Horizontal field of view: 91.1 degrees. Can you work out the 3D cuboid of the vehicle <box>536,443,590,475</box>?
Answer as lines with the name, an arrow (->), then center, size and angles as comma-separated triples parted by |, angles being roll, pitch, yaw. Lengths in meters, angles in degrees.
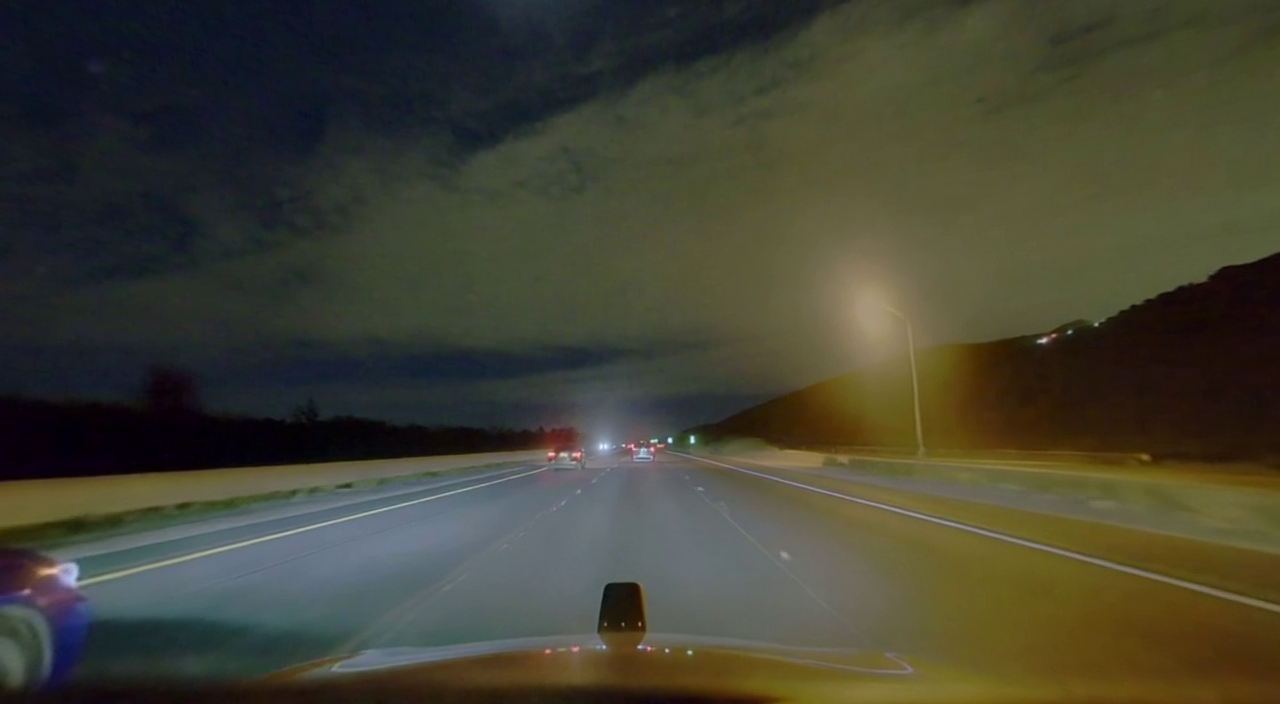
vehicle -> -3.742, 5.299, 31.431 | 2.082, 1.485, 4.237 | 0, -9, 1

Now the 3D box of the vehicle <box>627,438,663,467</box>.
vehicle -> 0.290, 6.785, 42.473 | 2.272, 1.836, 4.866 | 0, -9, 0
